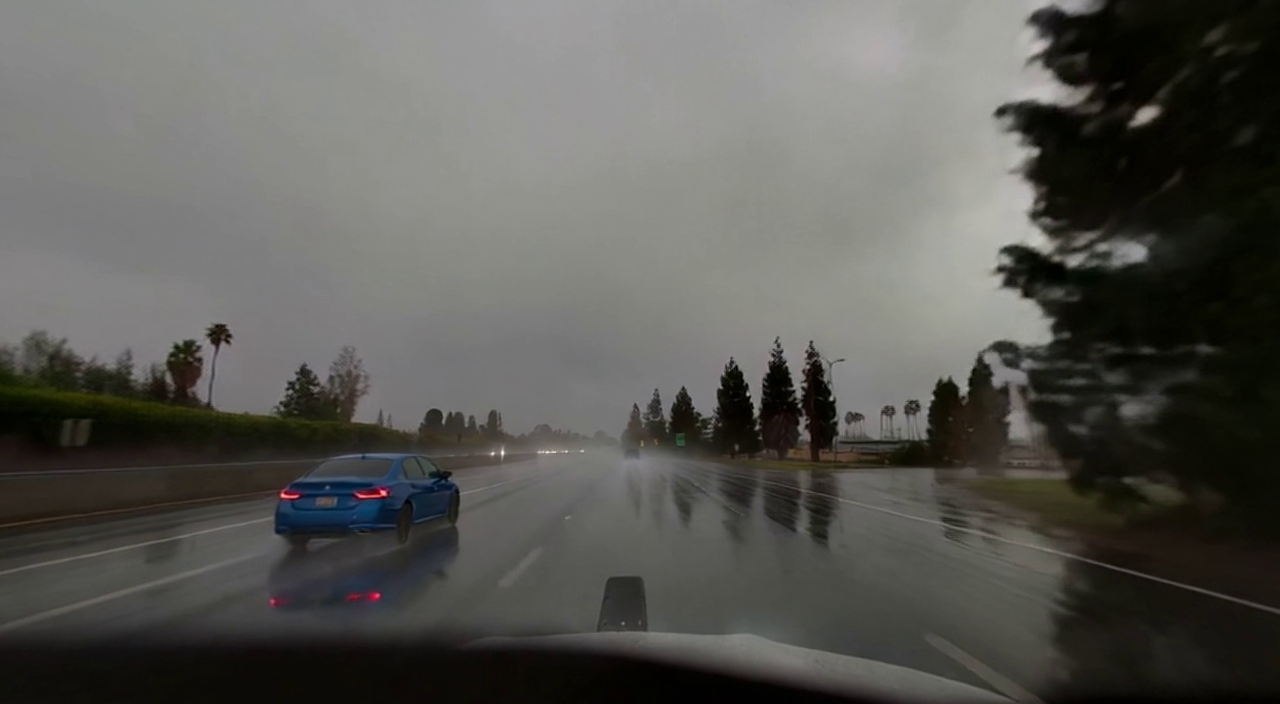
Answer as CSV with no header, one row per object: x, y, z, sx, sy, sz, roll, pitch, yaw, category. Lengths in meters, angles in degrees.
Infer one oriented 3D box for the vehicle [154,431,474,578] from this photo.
-4.163,2.004,9.218,2.092,1.562,4.748,0,-8,1,vehicle
